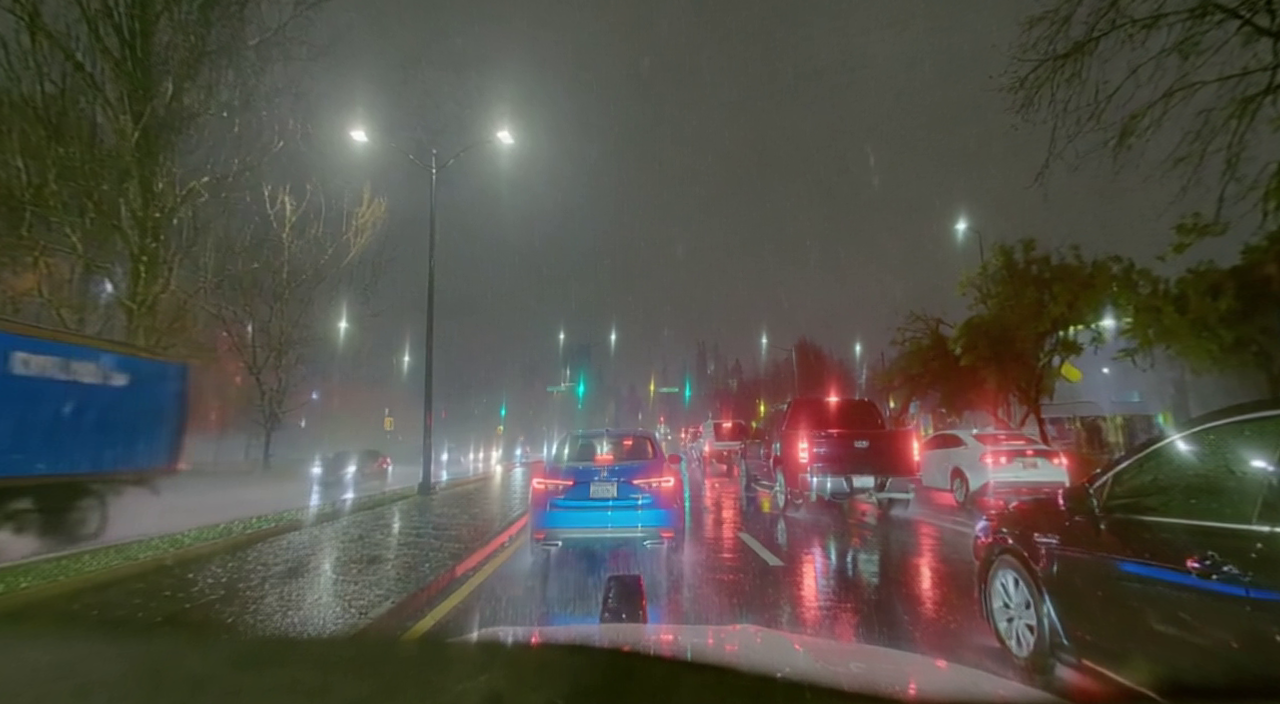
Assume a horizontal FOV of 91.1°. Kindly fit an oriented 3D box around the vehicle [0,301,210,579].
[{"bbox_3d":[-9.086,0.934,6.717,2.931,3.265,8.387,0,-9,0],"label":"vehicle"}]

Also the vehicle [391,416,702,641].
[{"bbox_3d":[-0.583,1.500,6.340,2.111,1.506,4.018,0,-9,1],"label":"vehicle"}]

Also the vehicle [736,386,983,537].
[{"bbox_3d":[3.510,1.949,11.712,2.444,2.098,5.766,0,-8,-1],"label":"vehicle"}]

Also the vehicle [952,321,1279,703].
[{"bbox_3d":[3.158,0.754,2.089,1.982,1.709,4.427,0,-9,1],"label":"vehicle"}]

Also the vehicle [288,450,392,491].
[{"bbox_3d":[-12.252,4.828,26.043,1.957,1.506,4.706,0,-9,1],"label":"vehicle"}]
